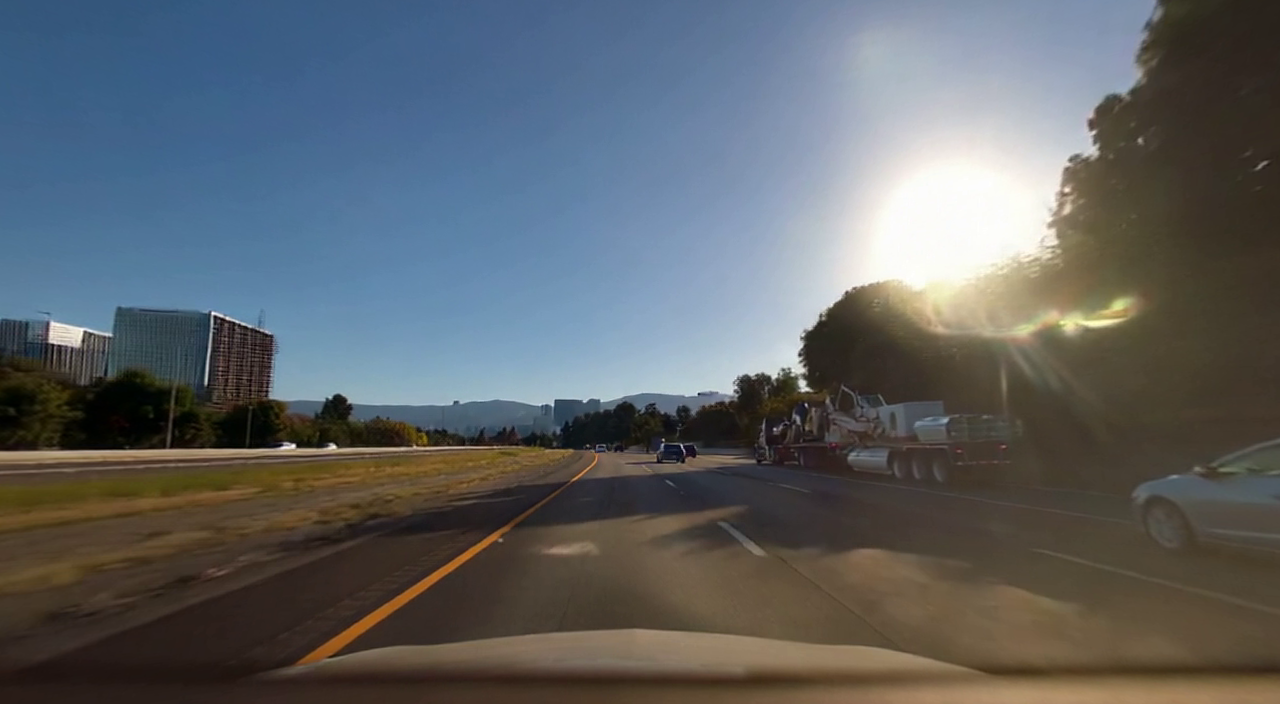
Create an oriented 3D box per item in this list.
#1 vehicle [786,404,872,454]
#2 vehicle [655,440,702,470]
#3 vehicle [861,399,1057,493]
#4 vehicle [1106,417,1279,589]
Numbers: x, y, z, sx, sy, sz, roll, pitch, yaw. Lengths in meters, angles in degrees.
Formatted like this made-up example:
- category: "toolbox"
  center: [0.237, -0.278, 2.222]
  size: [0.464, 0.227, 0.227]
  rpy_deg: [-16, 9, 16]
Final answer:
- category: "vehicle"
  center: [12.999, 5.479, 44.211]
  size: [3.476, 3.195, 6.407]
  rpy_deg: [1, -8, -5]
- category: "vehicle"
  center: [2.289, 6.280, 38.800]
  size: [2.305, 1.729, 4.526]
  rpy_deg: [0, -8, -3]
- category: "vehicle"
  center: [10.300, 3.186, 21.498]
  size: [2.873, 2.663, 6.922]
  rpy_deg: [0, -8, -1]
- category: "vehicle"
  center: [6.781, 1.308, 5.349]
  size: [2.106, 1.519, 4.560]
  rpy_deg: [0, -8, -1]
